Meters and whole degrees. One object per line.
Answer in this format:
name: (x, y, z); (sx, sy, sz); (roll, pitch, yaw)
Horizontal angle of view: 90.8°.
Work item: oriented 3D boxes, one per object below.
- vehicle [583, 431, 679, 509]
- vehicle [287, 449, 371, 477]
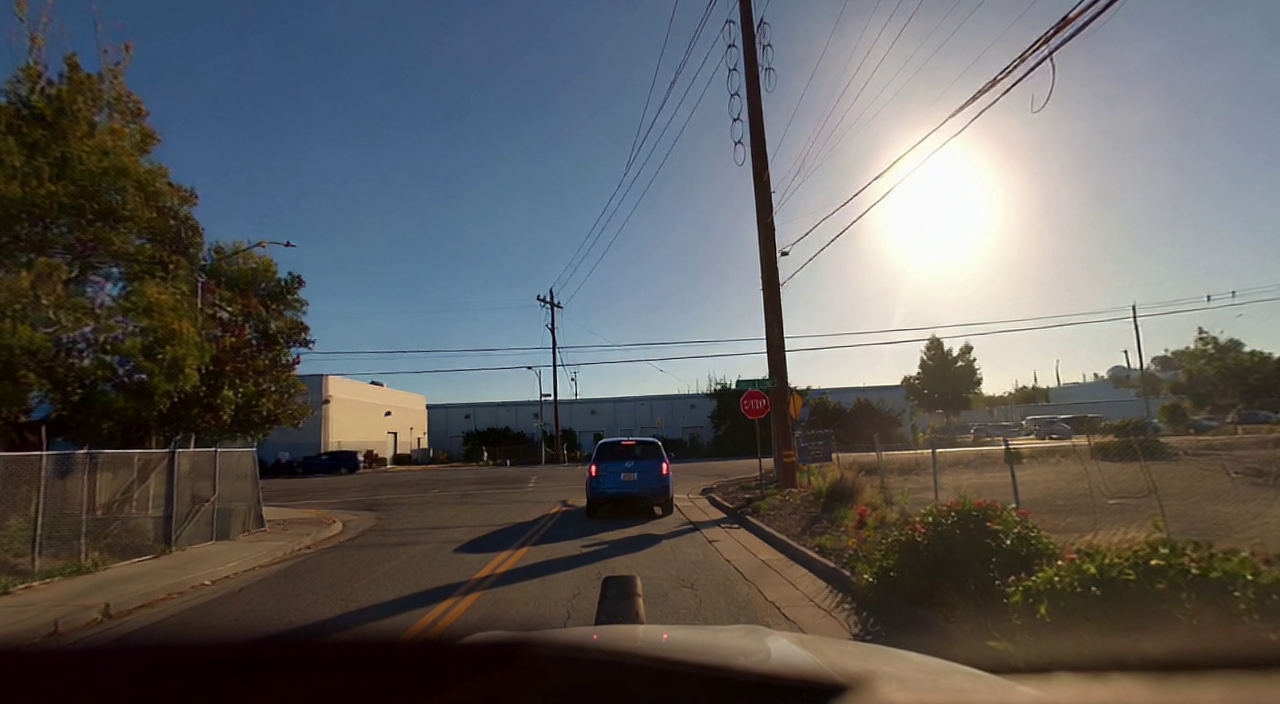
vehicle: (-0.261, 2.920, 16.136); (2.137, 1.698, 4.166); (0, -8, -2)
vehicle: (-20.106, 7.187, 40.984); (4.415, 1.753, 2.029); (-1, -9, 8)
